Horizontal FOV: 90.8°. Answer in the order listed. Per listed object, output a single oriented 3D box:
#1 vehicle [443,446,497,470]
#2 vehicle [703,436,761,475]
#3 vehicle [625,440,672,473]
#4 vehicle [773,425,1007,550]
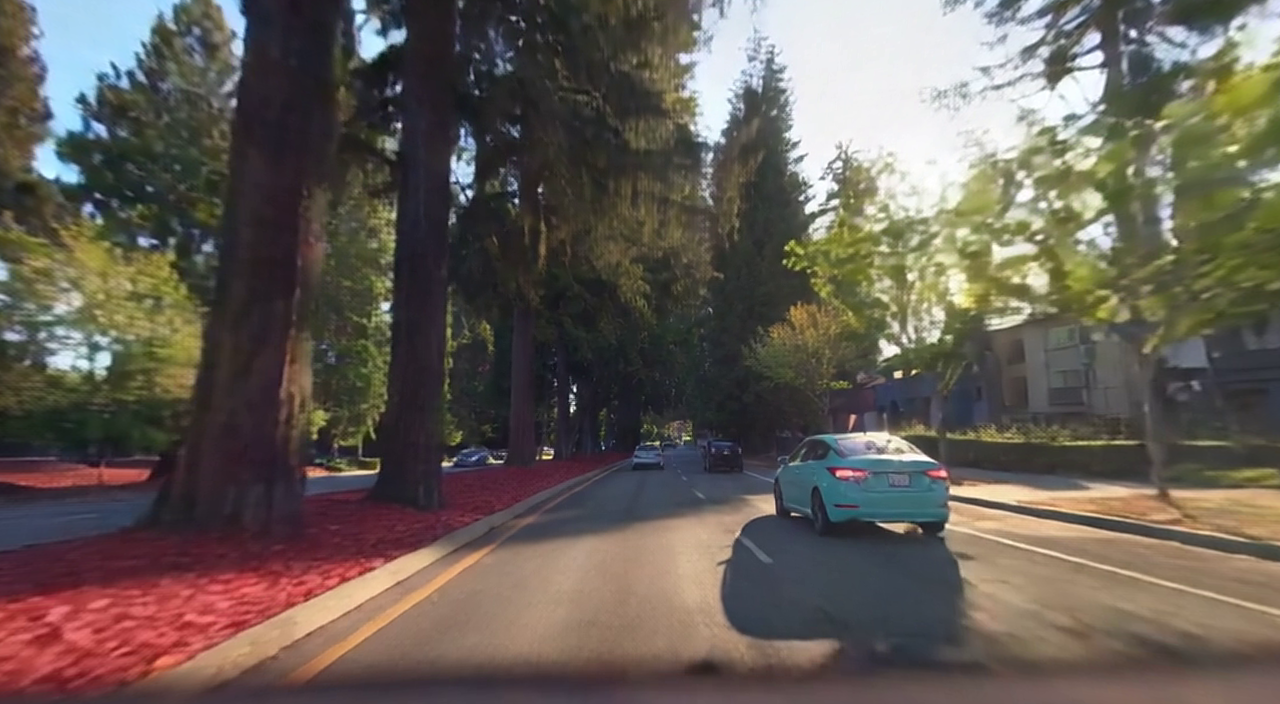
[{"bbox_3d":[-11.087,6.927,41.503,2.123,1.453,4.712,0,-9,1],"label":"vehicle"},{"bbox_3d":[4.169,4.757,29.294,2.074,1.652,4.340,0,-9,1],"label":"vehicle"},{"bbox_3d":[0.460,4.973,30.277,2.082,1.473,4.028,0,-9,2],"label":"vehicle"},{"bbox_3d":[3.525,1.984,9.919,1.985,1.529,4.147,0,-9,0],"label":"vehicle"}]
